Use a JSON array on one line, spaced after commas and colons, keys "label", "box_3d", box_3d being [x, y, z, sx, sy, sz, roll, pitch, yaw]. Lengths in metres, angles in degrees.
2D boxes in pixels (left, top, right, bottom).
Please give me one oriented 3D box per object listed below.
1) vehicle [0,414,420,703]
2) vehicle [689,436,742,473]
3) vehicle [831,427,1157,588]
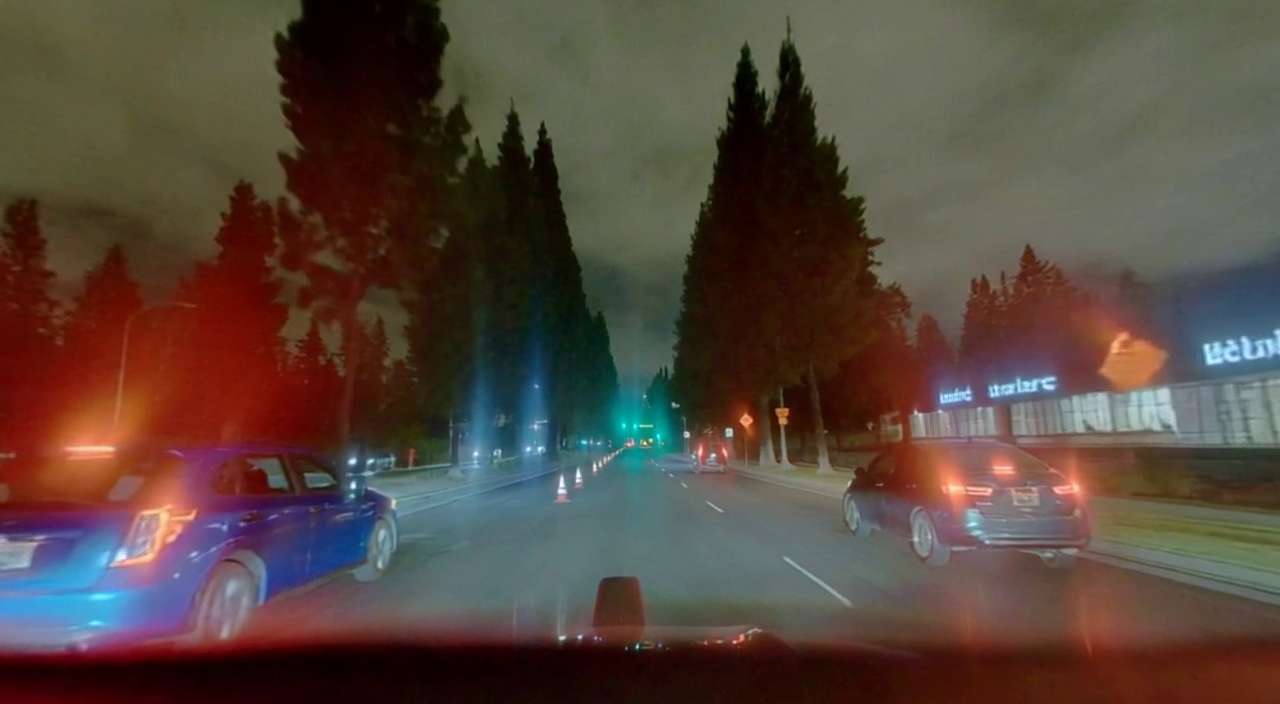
[{"label": "vehicle", "box_3d": [-3.464, 1.345, 5.004, 2.020, 1.474, 4.098, 0, -9, -1]}, {"label": "vehicle", "box_3d": [3.974, 5.519, 34.141, 2.159, 1.793, 4.735, 0, -9, -1]}, {"label": "vehicle", "box_3d": [3.924, 1.755, 7.897, 1.827, 1.491, 3.743, 0, -9, -1]}]
